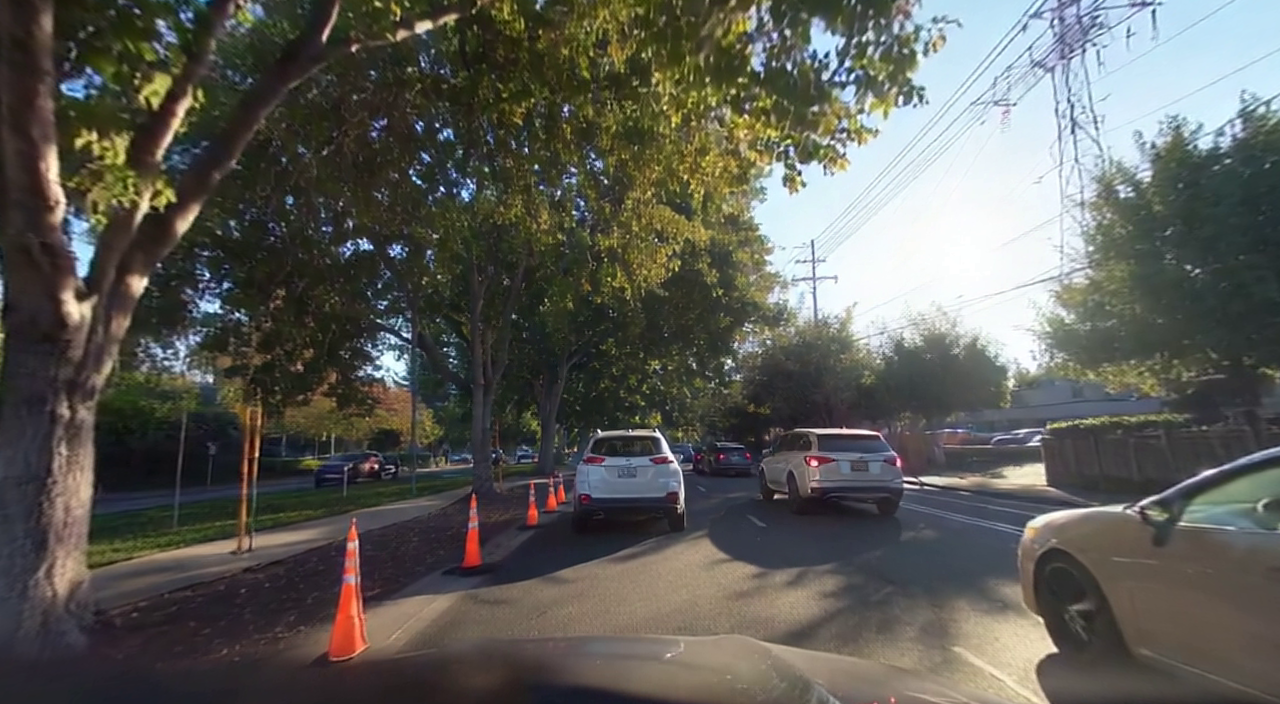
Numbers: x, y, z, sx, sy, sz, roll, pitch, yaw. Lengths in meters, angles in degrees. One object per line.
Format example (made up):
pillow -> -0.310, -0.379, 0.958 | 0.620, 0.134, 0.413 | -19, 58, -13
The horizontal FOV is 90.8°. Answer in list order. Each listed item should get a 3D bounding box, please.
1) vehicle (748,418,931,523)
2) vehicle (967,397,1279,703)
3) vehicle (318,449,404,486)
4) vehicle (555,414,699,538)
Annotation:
vehicle -> 3.788, 2.341, 13.076 | 2.116, 1.726, 4.672 | 0, -8, -2
vehicle -> 3.425, 0.891, 2.331 | 1.977, 1.460, 4.565 | 0, -8, 0
vehicle -> -12.345, 5.119, 28.282 | 1.836, 1.451, 4.456 | 0, -8, 0
vehicle -> -0.238, 2.062, 11.107 | 2.050, 1.745, 3.915 | 0, -8, -1
